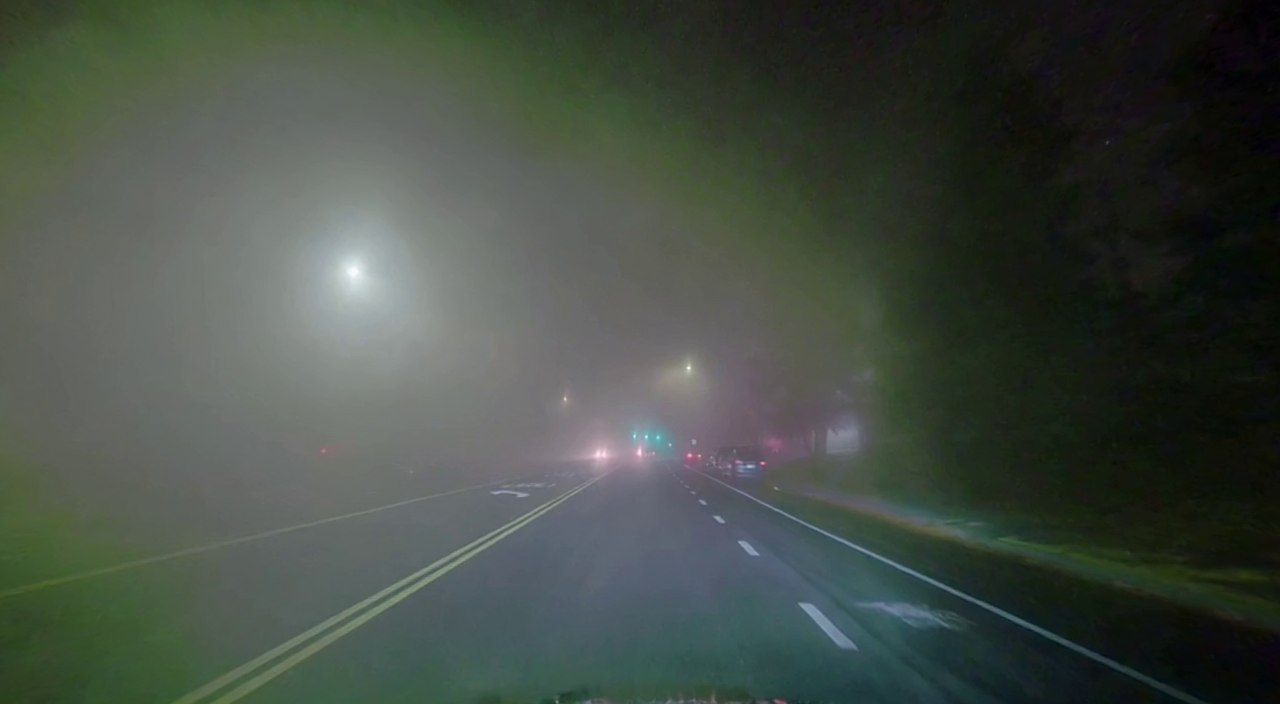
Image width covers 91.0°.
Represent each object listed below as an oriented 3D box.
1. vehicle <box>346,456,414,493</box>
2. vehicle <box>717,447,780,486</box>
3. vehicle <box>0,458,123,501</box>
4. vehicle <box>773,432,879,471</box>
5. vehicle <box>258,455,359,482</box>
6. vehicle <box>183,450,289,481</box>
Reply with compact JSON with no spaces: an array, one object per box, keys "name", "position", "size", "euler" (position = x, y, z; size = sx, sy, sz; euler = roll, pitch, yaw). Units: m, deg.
[{"name":"vehicle","position":[-12.742,5.989,31.107],"size":[1.879,1.491,3.678],"euler":[-3,-7,-1]},{"name":"vehicle","position":[4.550,4.861,27.027],"size":[1.918,1.510,4.323],"euler":[0,-9,0]},{"name":"vehicle","position":[-22.858,4.787,23.898],"size":[4.640,1.490,2.052],"euler":[0,-9,2]},{"name":"vehicle","position":[11.073,5.926,37.713],"size":[5.561,1.953,2.150],"euler":[-3,-8,-1]},{"name":"vehicle","position":[-19.461,6.872,37.114],"size":[4.833,1.500,1.896],"euler":[0,-9,-1]},{"name":"vehicle","position":[-25.104,7.051,39.236],"size":[5.153,1.806,2.136],"euler":[0,-9,1]}]
